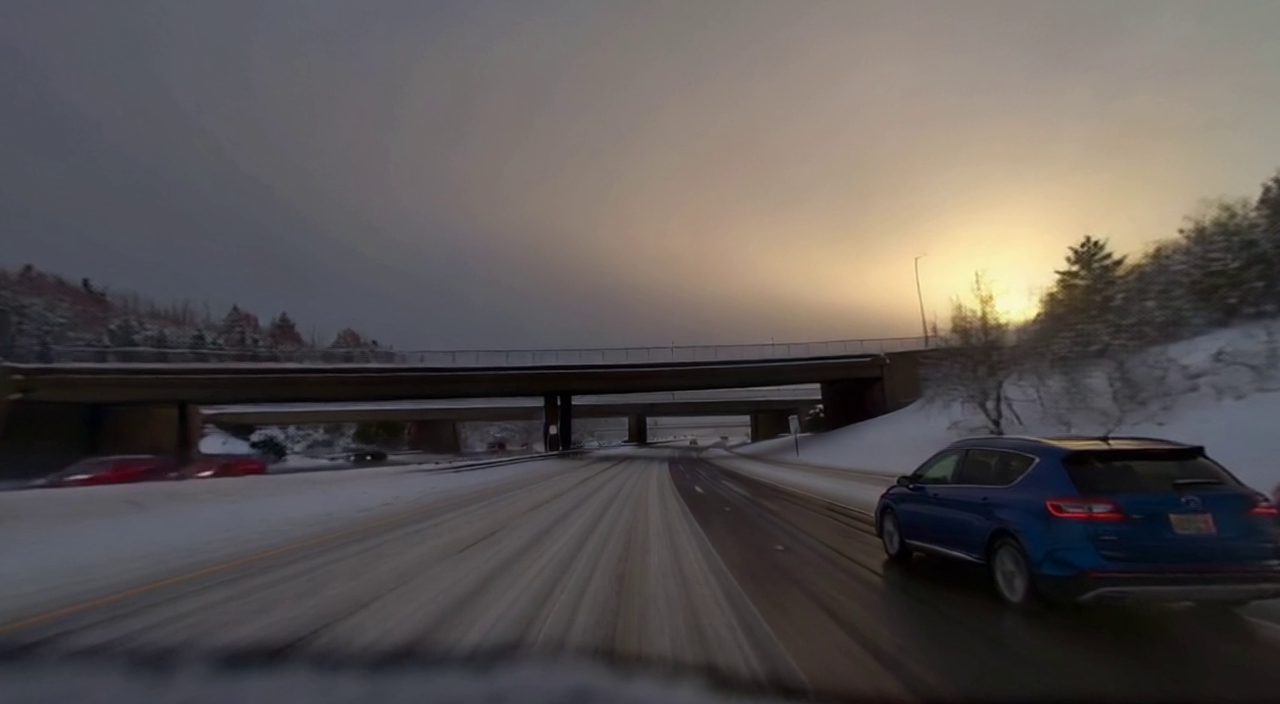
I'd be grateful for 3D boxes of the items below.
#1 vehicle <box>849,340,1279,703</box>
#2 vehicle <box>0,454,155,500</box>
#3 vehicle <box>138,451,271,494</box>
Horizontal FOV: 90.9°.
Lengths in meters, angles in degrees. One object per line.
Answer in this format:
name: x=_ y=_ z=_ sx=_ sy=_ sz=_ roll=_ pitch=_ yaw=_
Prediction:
vehicle: x=3.528 y=1.134 z=5.280 sx=2.019 sy=1.732 sz=4.579 roll=0 pitch=-9 yaw=1
vehicle: x=-21.409 y=4.674 z=24.071 sx=2.026 sy=1.514 sz=4.504 roll=-1 pitch=-9 yaw=2
vehicle: x=-17.366 y=4.803 z=25.484 sx=2.042 sy=1.526 sz=4.548 roll=0 pitch=-9 yaw=2
